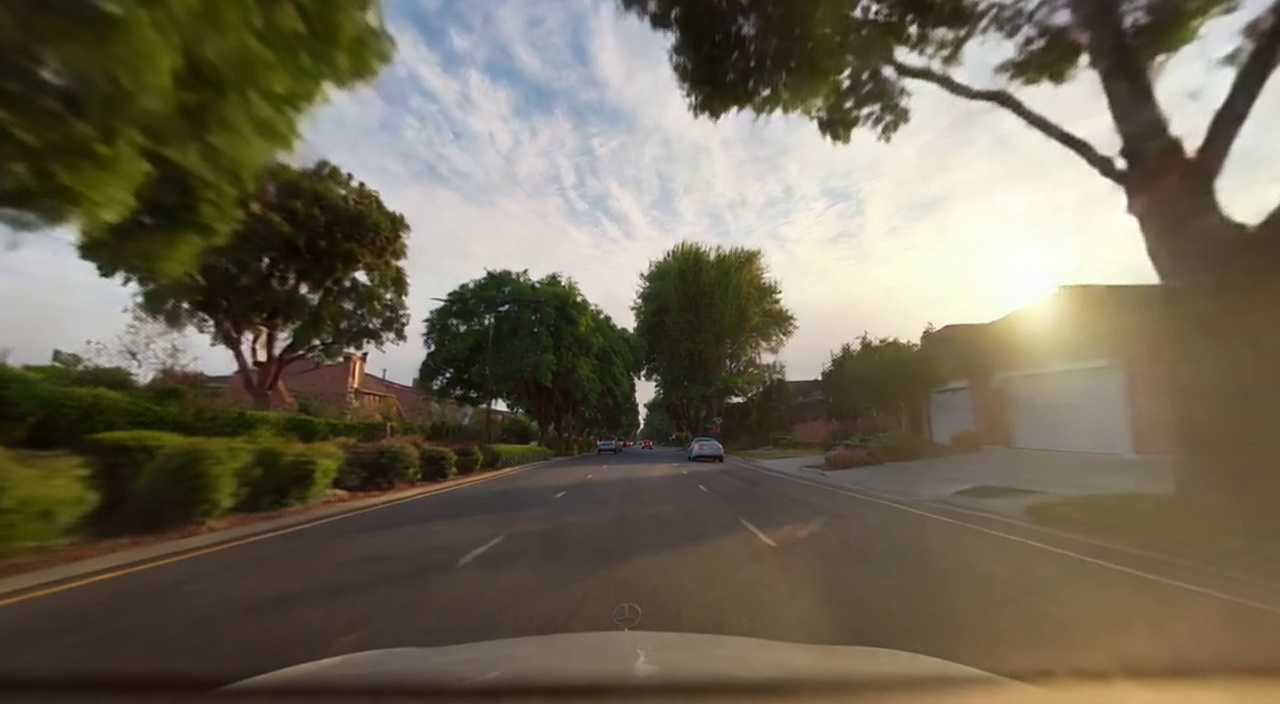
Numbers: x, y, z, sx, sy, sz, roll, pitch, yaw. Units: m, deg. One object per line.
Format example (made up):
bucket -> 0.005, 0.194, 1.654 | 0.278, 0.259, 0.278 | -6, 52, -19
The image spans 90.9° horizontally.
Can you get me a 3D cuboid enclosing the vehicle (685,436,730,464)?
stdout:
vehicle -> 4.075, 6.015, 38.934 | 2.237, 1.578, 4.621 | 0, -8, -1
